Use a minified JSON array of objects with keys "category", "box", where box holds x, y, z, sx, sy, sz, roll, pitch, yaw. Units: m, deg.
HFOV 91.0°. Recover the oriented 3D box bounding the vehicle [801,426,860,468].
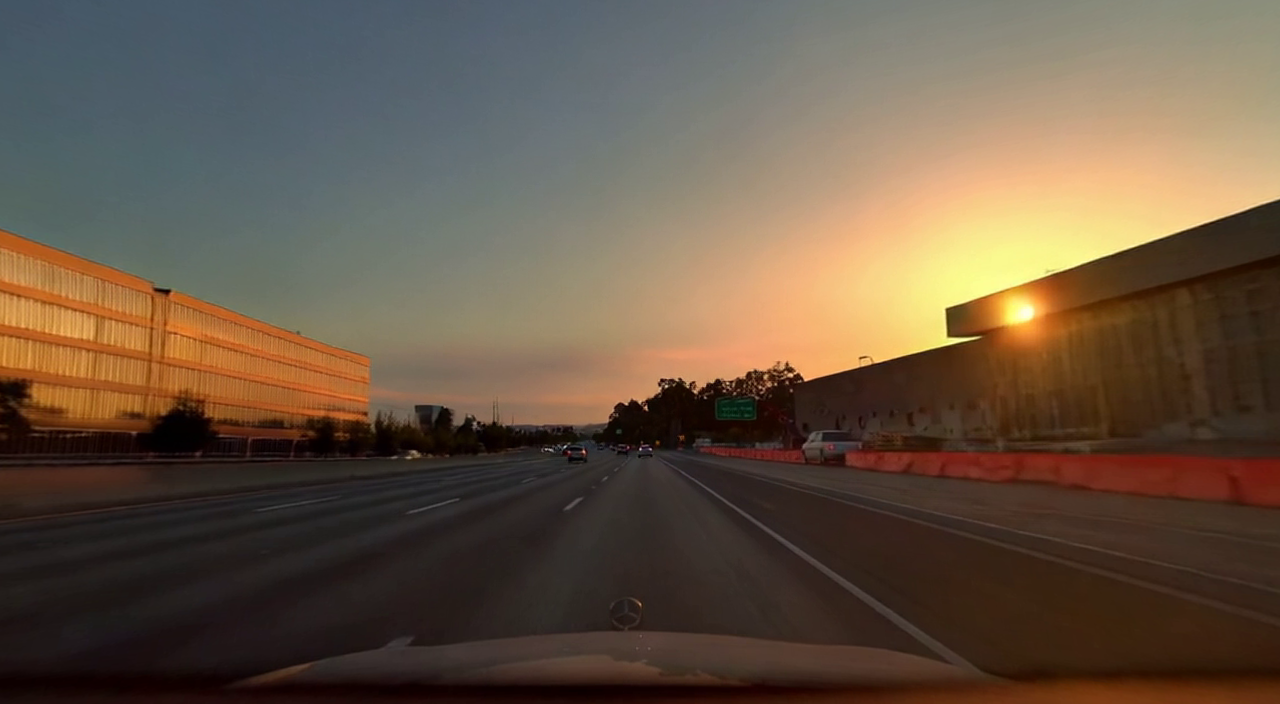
[{"category":"vehicle","box":[14.311,7.223,47.633,2.763,2.805,4.926,-2,-10,0]}]
